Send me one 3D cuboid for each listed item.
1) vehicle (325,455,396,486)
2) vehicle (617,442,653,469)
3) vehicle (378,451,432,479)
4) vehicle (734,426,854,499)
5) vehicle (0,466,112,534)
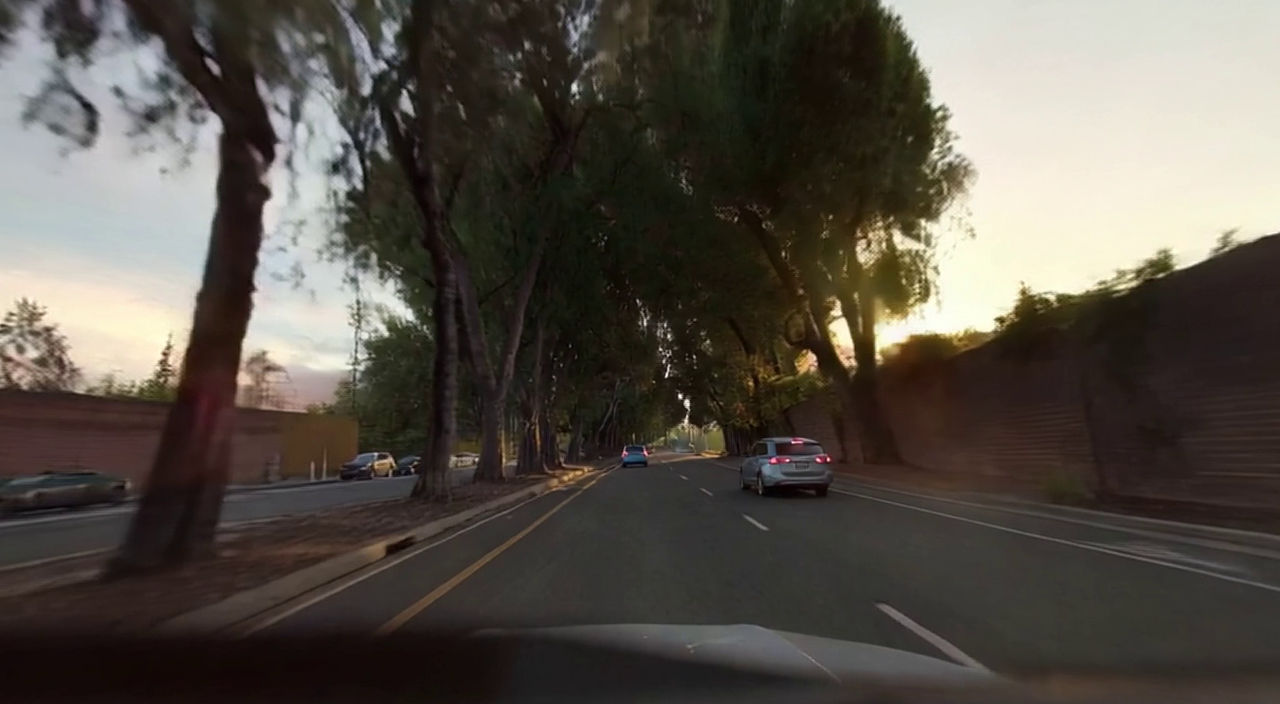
[{"bbox_3d":[-17.316,7.317,39.438,2.184,1.697,4.826,-1,-8,0],"label":"vehicle"},{"bbox_3d":[-0.341,7.265,44.432,2.391,1.739,3.837,-1,-8,0],"label":"vehicle"},{"bbox_3d":[-17.495,8.414,47.278,2.352,1.857,4.893,-4,-9,-1],"label":"vehicle"},{"bbox_3d":[4.097,3.030,17.714,2.155,1.752,4.456,0,-8,-1],"label":"vehicle"},{"bbox_3d":[-17.246,3.981,17.150,2.012,1.597,4.366,-1,-8,0],"label":"vehicle"}]
